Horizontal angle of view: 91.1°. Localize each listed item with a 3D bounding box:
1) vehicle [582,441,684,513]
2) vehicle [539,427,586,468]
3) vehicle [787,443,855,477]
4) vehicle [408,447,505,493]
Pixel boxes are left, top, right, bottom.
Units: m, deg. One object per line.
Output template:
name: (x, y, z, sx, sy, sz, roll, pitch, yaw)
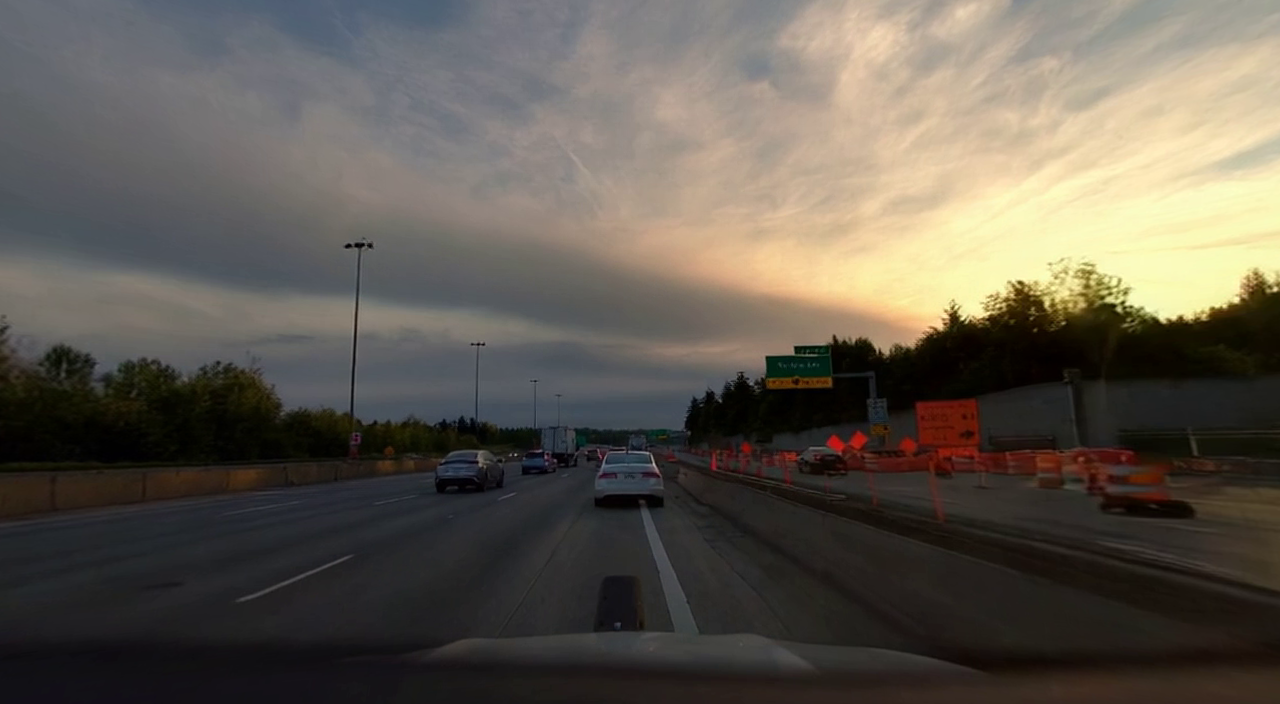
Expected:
vehicle: (-0.194, 2.828, 14.665, 2.080, 1.451, 3.512, 0, -9, -2)
vehicle: (-5.285, 6.702, 44.102, 2.326, 2.645, 6.249, -1, -9, 2)
vehicle: (8.317, 4.979, 29.186, 1.871, 1.460, 3.754, 0, -9, -3)
vehicle: (-6.161, 3.987, 21.639, 2.063, 1.417, 4.000, 0, -9, 1)
